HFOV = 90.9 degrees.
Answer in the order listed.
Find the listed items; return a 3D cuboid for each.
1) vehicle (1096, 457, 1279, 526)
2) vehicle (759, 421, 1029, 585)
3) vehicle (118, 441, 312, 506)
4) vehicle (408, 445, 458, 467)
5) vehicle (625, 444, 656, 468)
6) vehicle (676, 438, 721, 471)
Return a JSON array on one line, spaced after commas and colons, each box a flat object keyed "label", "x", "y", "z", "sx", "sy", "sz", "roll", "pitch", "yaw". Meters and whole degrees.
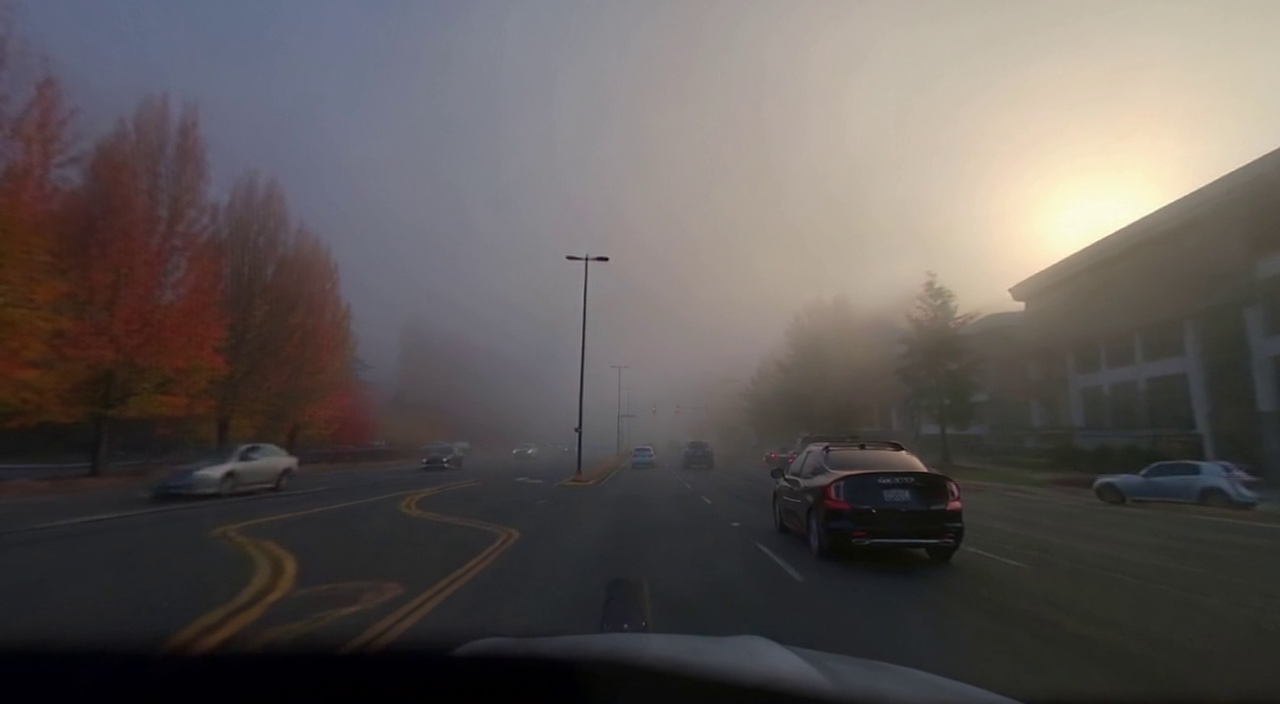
[{"label": "vehicle", "x": 15.283, "y": 3.727, "z": 17.234, "sx": 4.398, "sy": 1.634, "sz": 2.031, "roll": -6, "pitch": -10, "yaw": 35}, {"label": "vehicle", "x": 2.938, "y": 1.809, "z": 8.374, "sx": 1.901, "sy": 1.634, "sz": 3.896, "roll": 0, "pitch": -8, "yaw": -1}, {"label": "vehicle", "x": -11.105, "y": 3.172, "z": 17.000, "sx": 1.969, "sy": 1.488, "sz": 4.612, "roll": 0, "pitch": -8, "yaw": 0}, {"label": "vehicle", "x": -14.810, "y": 7.455, "z": 45.325, "sx": 1.978, "sy": 1.443, "sz": 4.678, "roll": 0, "pitch": -8, "yaw": 0}, {"label": "vehicle", "x": 0.026, "y": 6.866, "z": 41.671, "sx": 1.991, "sy": 1.477, "sz": 3.814, "roll": 0, "pitch": -8, "yaw": 0}, {"label": "vehicle", "x": 3.461, "y": 6.171, "z": 38.228, "sx": 2.154, "sy": 1.844, "sz": 4.634, "roll": 0, "pitch": -8, "yaw": -1}]
